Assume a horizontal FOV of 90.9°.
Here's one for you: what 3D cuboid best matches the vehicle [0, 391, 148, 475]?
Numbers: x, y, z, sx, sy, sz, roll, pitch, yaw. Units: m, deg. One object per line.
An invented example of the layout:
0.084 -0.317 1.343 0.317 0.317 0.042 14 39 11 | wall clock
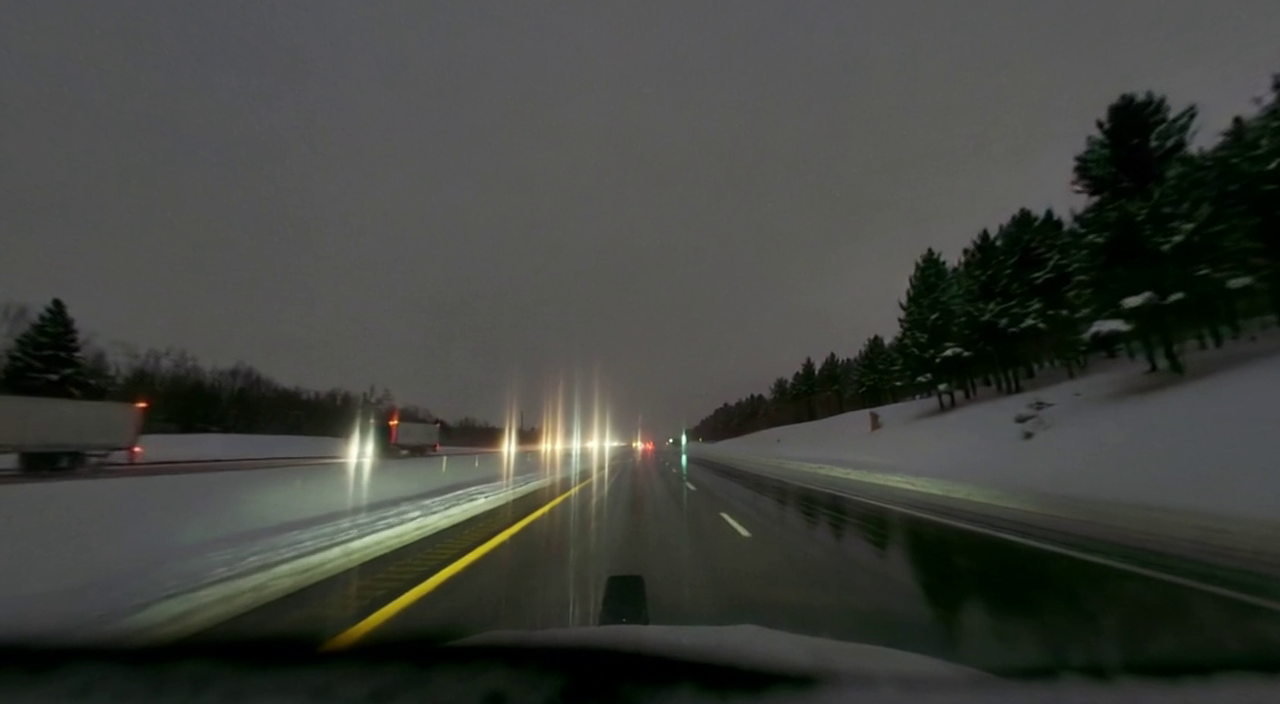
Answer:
-33.494 4.307 33.167 2.899 4.181 15.493 0 -8 0 | vehicle
